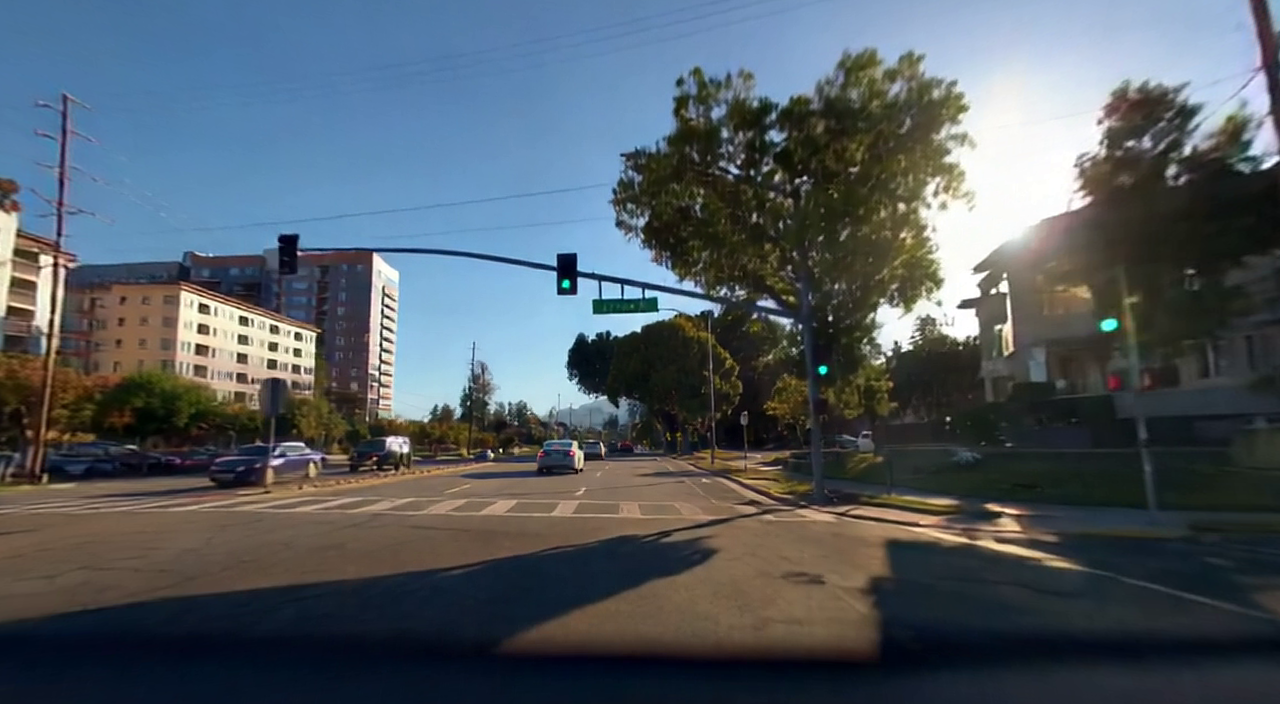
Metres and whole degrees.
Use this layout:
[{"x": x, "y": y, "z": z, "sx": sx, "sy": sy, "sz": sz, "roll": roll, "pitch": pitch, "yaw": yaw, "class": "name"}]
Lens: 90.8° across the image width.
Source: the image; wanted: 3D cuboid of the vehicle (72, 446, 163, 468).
[{"x": -36.181, "y": 7.286, "z": 43.837, "sx": 4.518, "sy": 1.469, "sz": 1.940, "roll": 1, "pitch": -9, "yaw": -1, "class": "vehicle"}]

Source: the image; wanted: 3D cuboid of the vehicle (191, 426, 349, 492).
[{"x": -11.883, "y": 3.466, "z": 20.906, "sx": 2.105, "sy": 1.759, "sz": 5.403, "roll": -3, "pitch": -8, "yaw": -1, "class": "vehicle"}]

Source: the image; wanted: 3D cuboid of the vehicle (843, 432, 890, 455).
[{"x": 17.512, "y": 7.029, "z": 49.032, "sx": 1.995, "sy": 1.554, "sz": 4.943, "roll": -4, "pitch": -7, "yaw": 3, "class": "vehicle"}]

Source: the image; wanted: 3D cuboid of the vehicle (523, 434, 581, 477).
[{"x": -3.815, "y": 4.531, "z": 28.073, "sx": 1.959, "sy": 1.741, "sz": 4.141, "roll": 0, "pitch": -8, "yaw": 0, "class": "vehicle"}]

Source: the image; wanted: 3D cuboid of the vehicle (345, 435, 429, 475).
[{"x": -11.724, "y": 4.784, "z": 29.636, "sx": 2.040, "sy": 1.707, "sz": 4.522, "roll": 0, "pitch": -8, "yaw": 1, "class": "vehicle"}]
